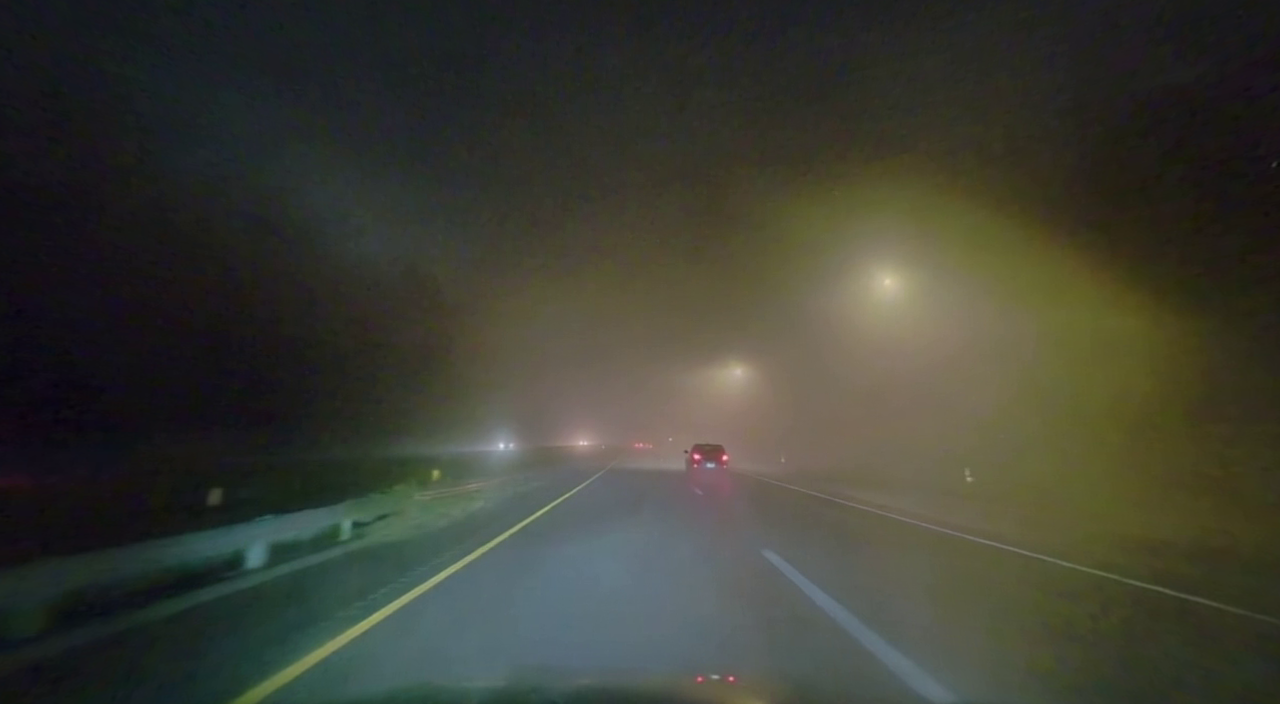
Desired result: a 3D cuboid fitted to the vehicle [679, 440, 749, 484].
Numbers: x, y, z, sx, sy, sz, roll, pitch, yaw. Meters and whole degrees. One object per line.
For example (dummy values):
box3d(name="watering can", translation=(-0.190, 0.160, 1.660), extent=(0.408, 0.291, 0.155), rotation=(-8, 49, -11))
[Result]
box3d(name="vehicle", translation=(2.692, 4.119, 23.935), extent=(1.991, 1.475, 4.302), rotation=(0, -8, -2))
